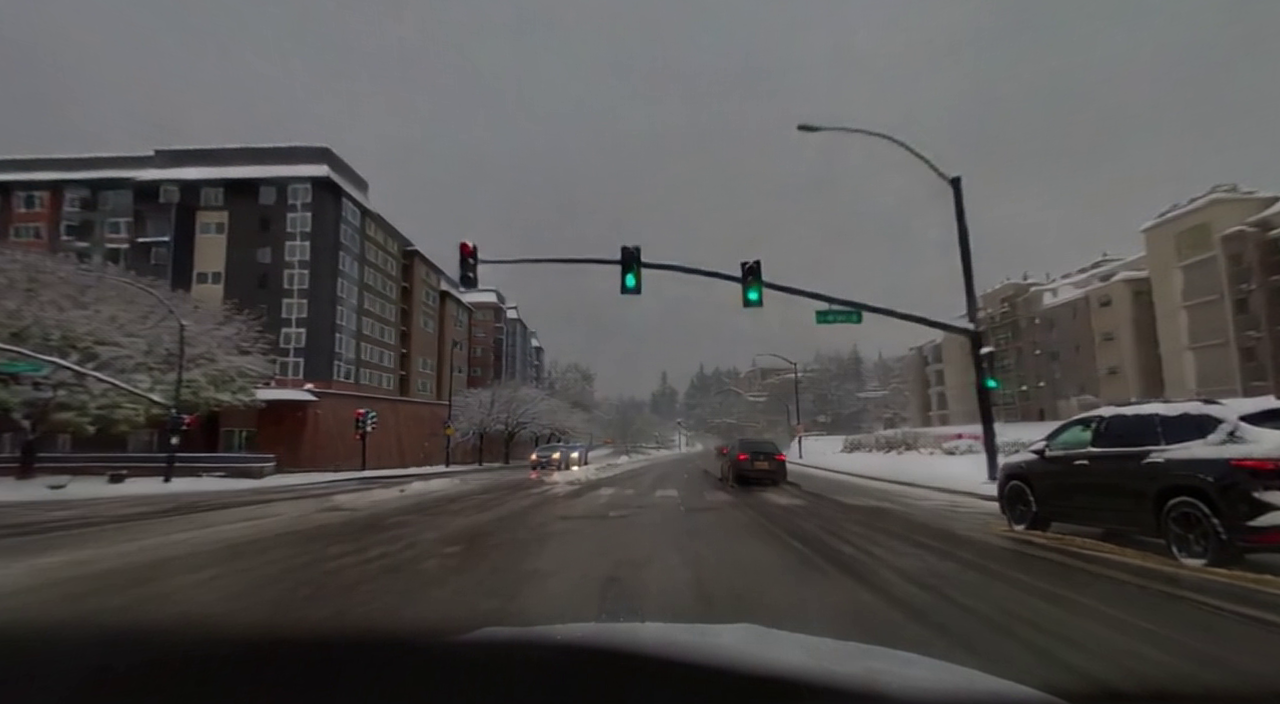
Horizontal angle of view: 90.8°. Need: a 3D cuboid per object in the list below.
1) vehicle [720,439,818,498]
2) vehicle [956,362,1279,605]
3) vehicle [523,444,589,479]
[{"bbox_3d":[3.578,3.320,18.423,2.003,1.480,4.494,0,-9,1],"label":"vehicle"},{"bbox_3d":[6.584,1.480,7.730,2.427,2.017,5.763,0,-9,0],"label":"vehicle"},{"bbox_3d":[-3.828,5.076,29.596,2.032,1.484,4.437,-1,-9,6],"label":"vehicle"}]
